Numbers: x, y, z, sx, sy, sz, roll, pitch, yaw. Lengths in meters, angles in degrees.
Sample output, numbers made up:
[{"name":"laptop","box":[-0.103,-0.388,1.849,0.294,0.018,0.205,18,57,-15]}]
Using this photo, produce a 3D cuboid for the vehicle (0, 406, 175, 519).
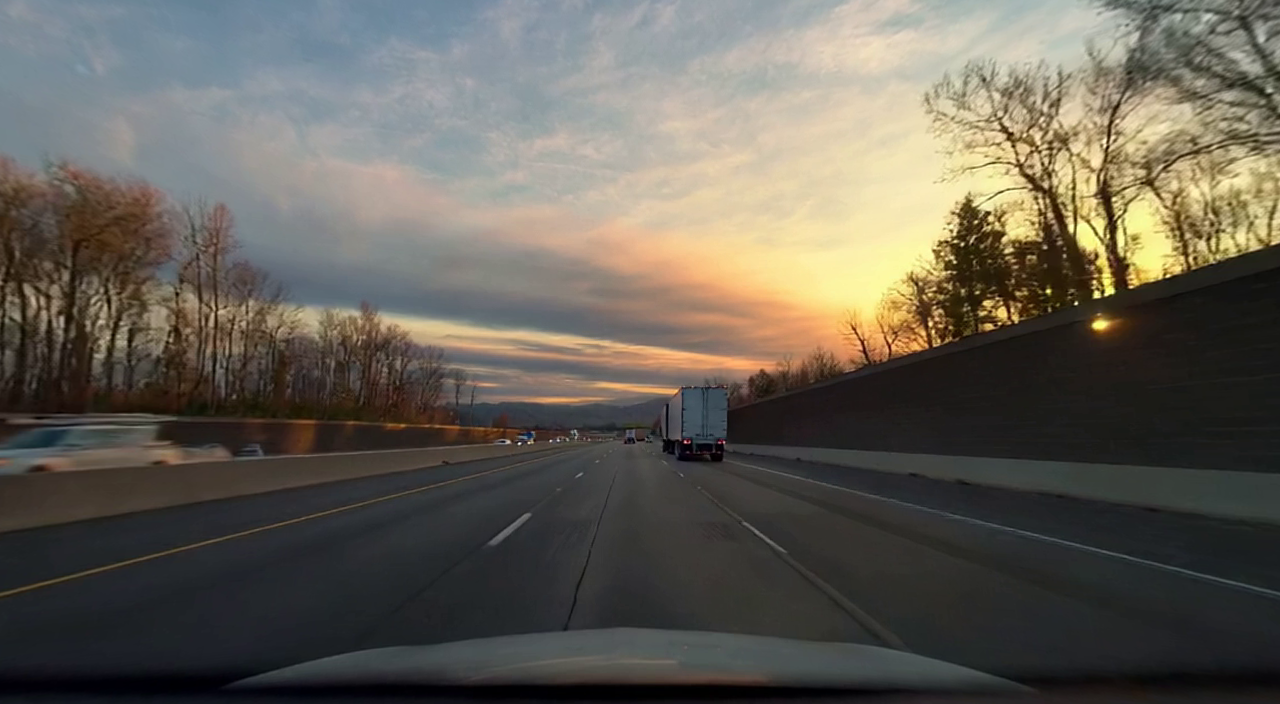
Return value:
[{"name":"vehicle","box":[-12.053,2.133,12.519,2.065,1.928,4.683,0,-8,-2]}]

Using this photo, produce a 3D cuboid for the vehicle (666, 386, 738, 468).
[{"name":"vehicle","box":[3.485,4.802,39.910,2.979,4.161,15.508,0,-7,0]}]
